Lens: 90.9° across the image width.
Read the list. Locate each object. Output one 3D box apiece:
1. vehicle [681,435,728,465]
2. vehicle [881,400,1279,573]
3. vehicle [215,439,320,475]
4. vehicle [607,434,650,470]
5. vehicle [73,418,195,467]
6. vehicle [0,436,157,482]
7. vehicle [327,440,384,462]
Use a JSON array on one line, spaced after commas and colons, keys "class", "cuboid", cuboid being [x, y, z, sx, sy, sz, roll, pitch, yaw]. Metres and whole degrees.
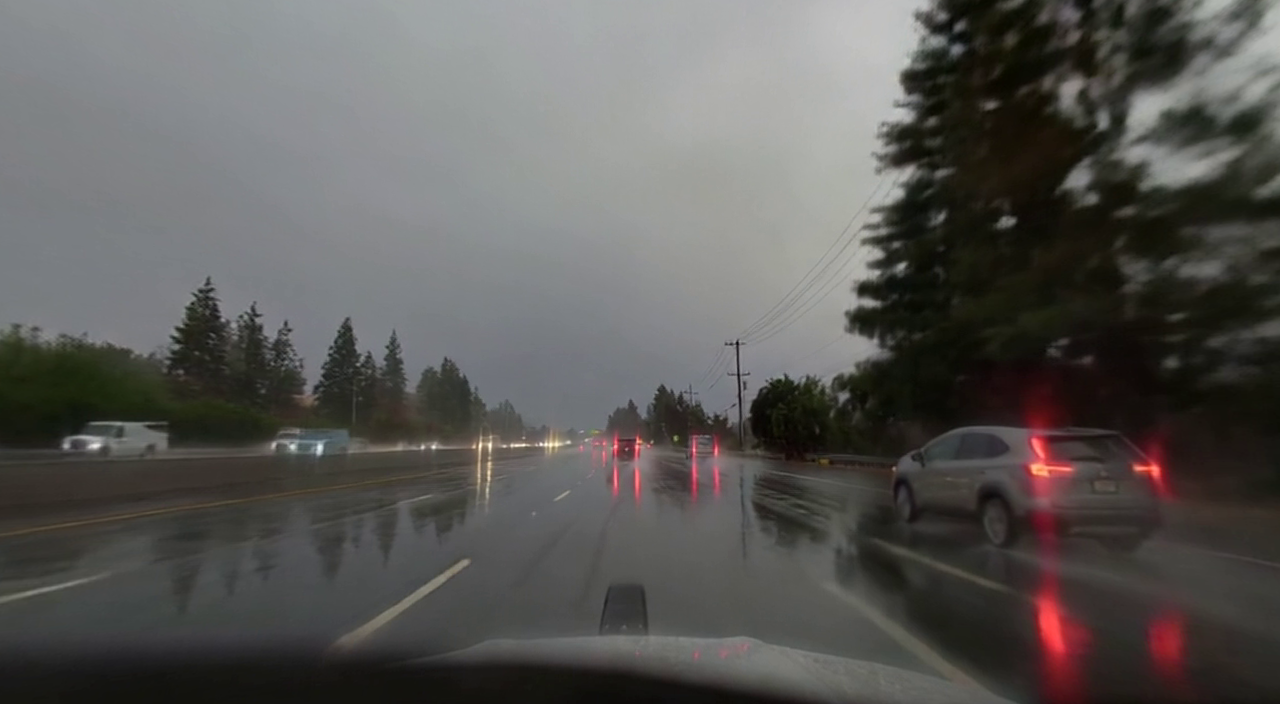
[{"class": "vehicle", "cuboid": [3.929, 6.096, 39.417, 2.099, 1.720, 4.829, 0, -8, -4]}, {"class": "vehicle", "cuboid": [5.449, 1.696, 8.777, 2.102, 1.723, 4.745, 0, -8, -3]}, {"class": "vehicle", "cuboid": [-16.456, 4.640, 28.163, 1.902, 1.437, 4.601, 0, -8, 0]}, {"class": "vehicle", "cuboid": [-0.680, 5.430, 34.412, 2.192, 1.769, 4.287, 0, -8, -2]}, {"class": "vehicle", "cuboid": [-27.613, 4.965, 34.728, 2.283, 2.462, 5.387, 0, -8, -2]}, {"class": "vehicle", "cuboid": [-20.520, 3.873, 23.138, 1.888, 1.487, 4.730, 0, -8, -1]}, {"class": "vehicle", "cuboid": [-20.954, 7.328, 46.678, 1.881, 1.516, 5.010, 0, -8, 0]}]
